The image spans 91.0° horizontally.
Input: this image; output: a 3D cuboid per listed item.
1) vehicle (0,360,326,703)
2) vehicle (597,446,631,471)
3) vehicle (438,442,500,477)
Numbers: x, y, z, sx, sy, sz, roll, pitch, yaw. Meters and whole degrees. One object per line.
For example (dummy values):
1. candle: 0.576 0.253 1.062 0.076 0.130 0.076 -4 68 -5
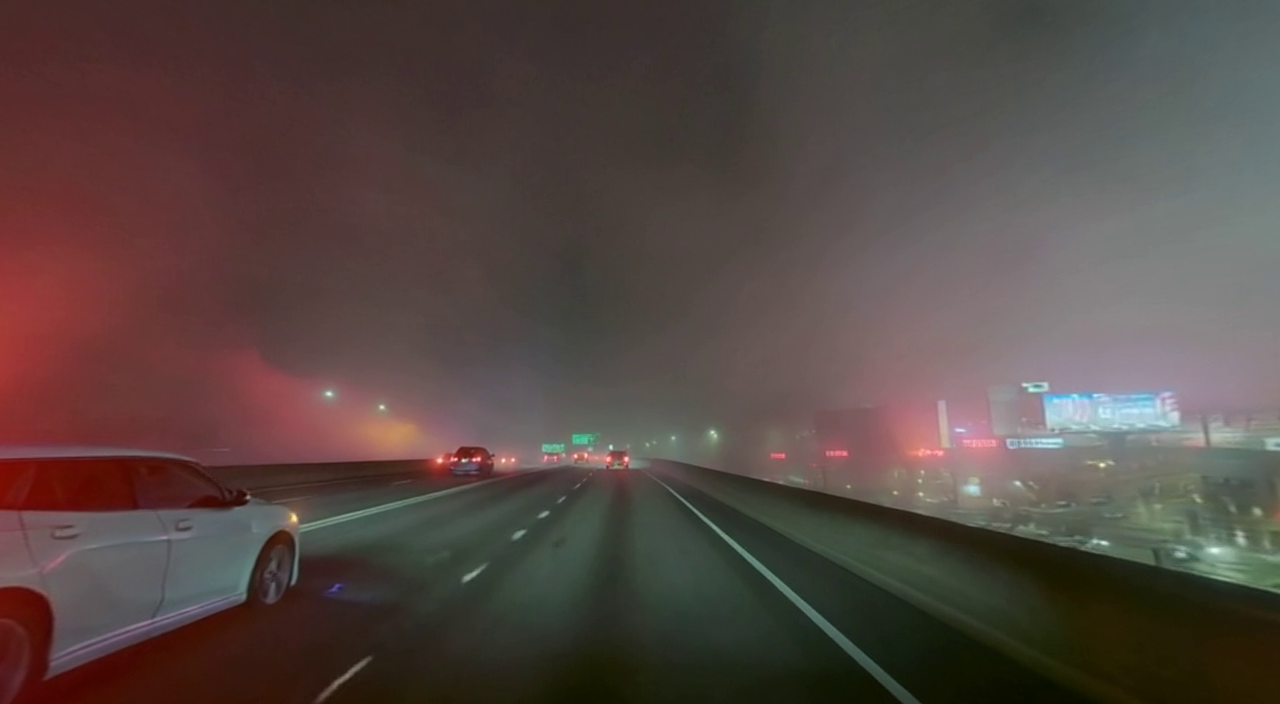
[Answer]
1. vehicle: -3.656 0.948 2.861 2.036 1.717 4.592 -1 -8 1
2. vehicle: -1.745 7.120 42.337 2.110 1.501 4.319 0 -8 -2
3. vehicle: -8.736 5.518 32.594 2.065 1.689 4.399 0 -8 -1
